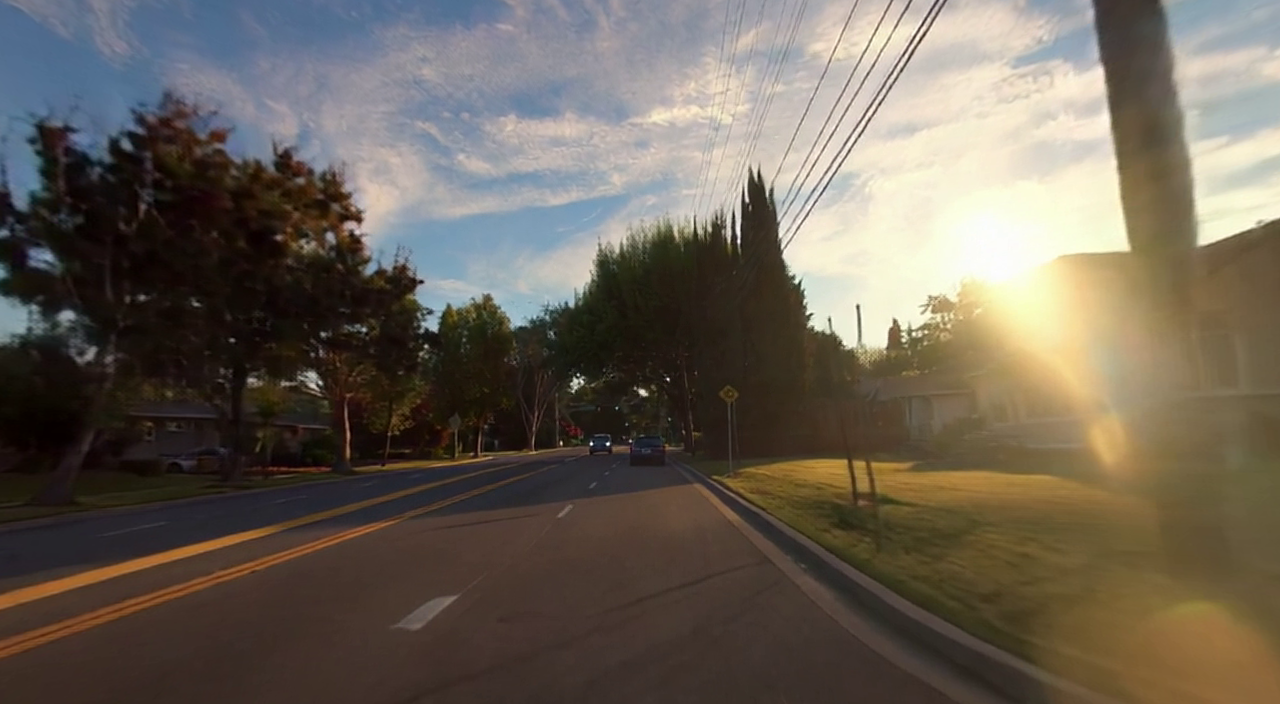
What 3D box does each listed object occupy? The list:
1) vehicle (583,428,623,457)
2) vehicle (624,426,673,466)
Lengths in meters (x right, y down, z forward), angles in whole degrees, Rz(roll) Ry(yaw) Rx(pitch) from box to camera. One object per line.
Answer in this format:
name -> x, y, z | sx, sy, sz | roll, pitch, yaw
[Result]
vehicle -> -2.288, 5.766, 40.117 | 2.157, 1.765, 4.303 | 0, -8, 2
vehicle -> 0.373, 4.339, 29.225 | 2.120, 1.718, 3.909 | 0, -8, 0
